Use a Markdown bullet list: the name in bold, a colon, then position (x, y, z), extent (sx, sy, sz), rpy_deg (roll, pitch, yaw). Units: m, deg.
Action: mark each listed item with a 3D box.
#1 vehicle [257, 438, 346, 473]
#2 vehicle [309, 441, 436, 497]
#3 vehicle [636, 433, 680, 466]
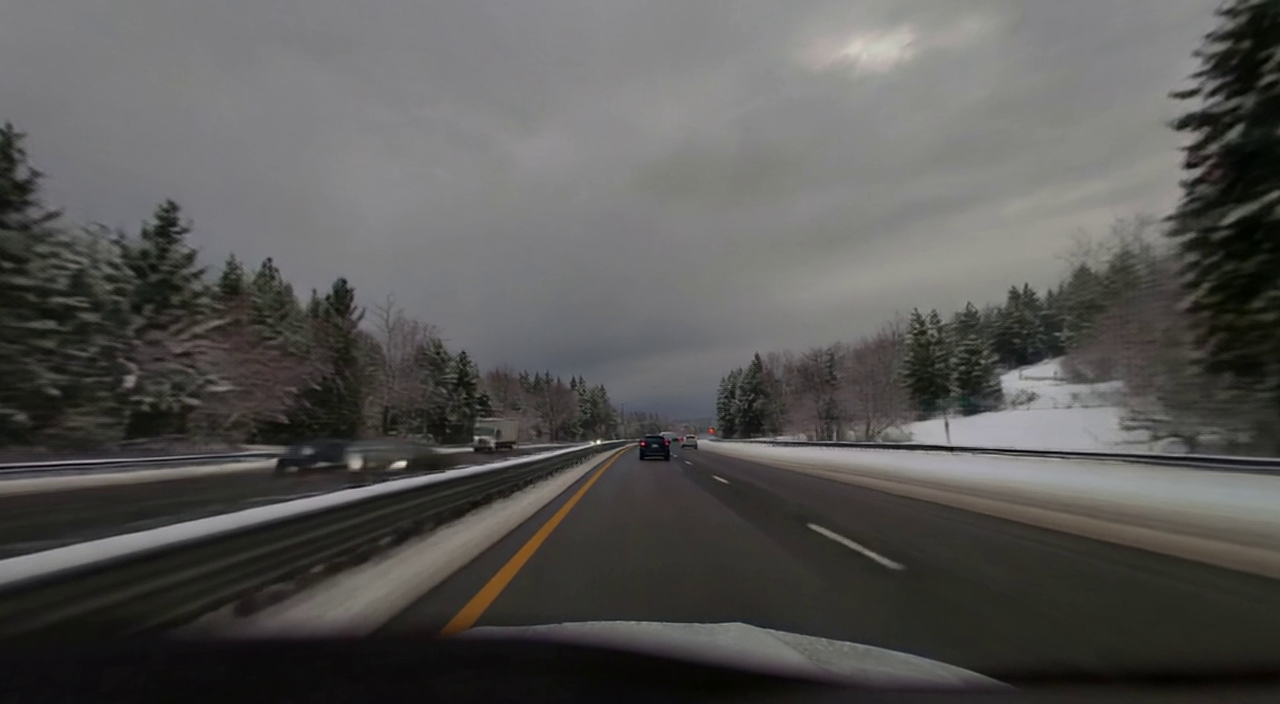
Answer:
- **vehicle**: position (-15.620, 4.763, 29.339), extent (1.874, 1.504, 4.139), rpy_deg (0, -8, 0)
- **vehicle**: position (-7.879, 3.433, 19.053), extent (1.968, 1.481, 4.273), rpy_deg (0, -8, 0)
- **vehicle**: position (0.824, 4.817, 31.393), extent (2.046, 1.526, 3.903), rpy_deg (0, -8, 0)
